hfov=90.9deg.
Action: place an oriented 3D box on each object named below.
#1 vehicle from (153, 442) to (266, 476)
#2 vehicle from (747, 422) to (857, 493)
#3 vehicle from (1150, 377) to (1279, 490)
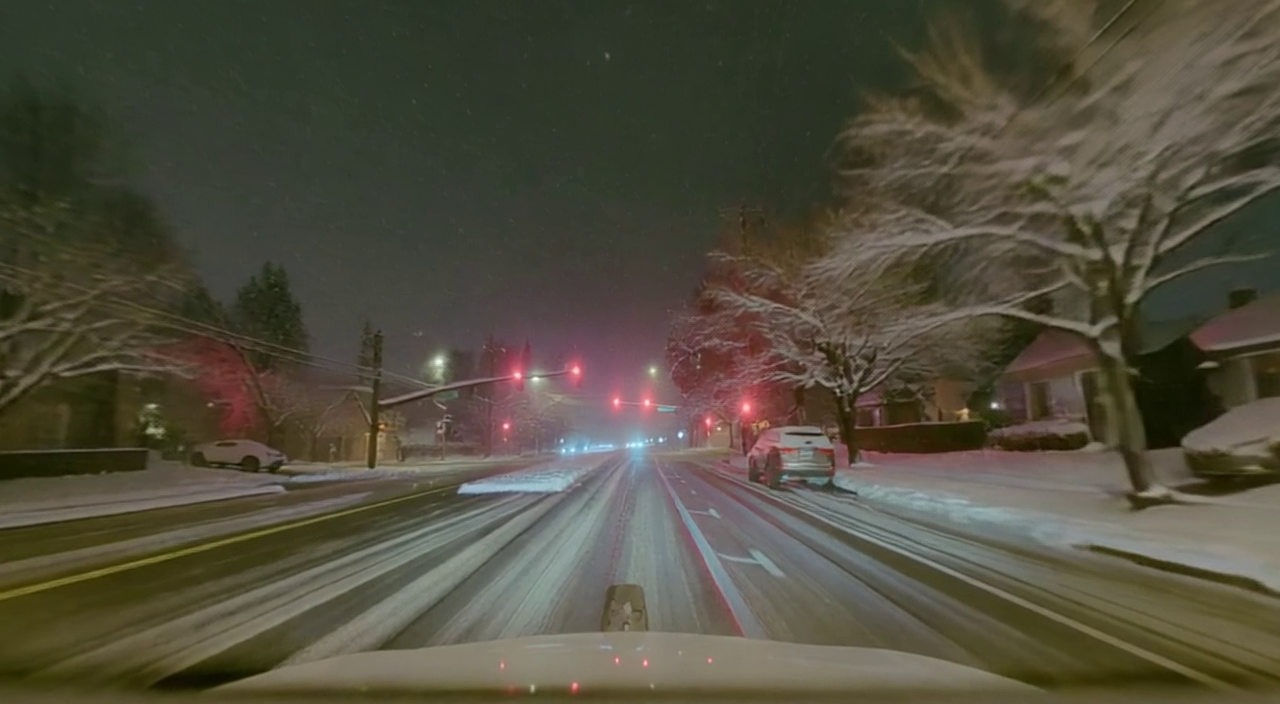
[{"bbox_3d":[-22.219,5.516,32.664,4.334,1.668,2.069,0,-8,0],"label":"vehicle"},{"bbox_3d":[4.685,3.126,19.041,2.170,1.869,4.594,0,-8,2],"label":"vehicle"},{"bbox_3d":[12.763,1.365,12.123,3.956,1.635,2.017,-10,-6,-1],"label":"vehicle"}]
